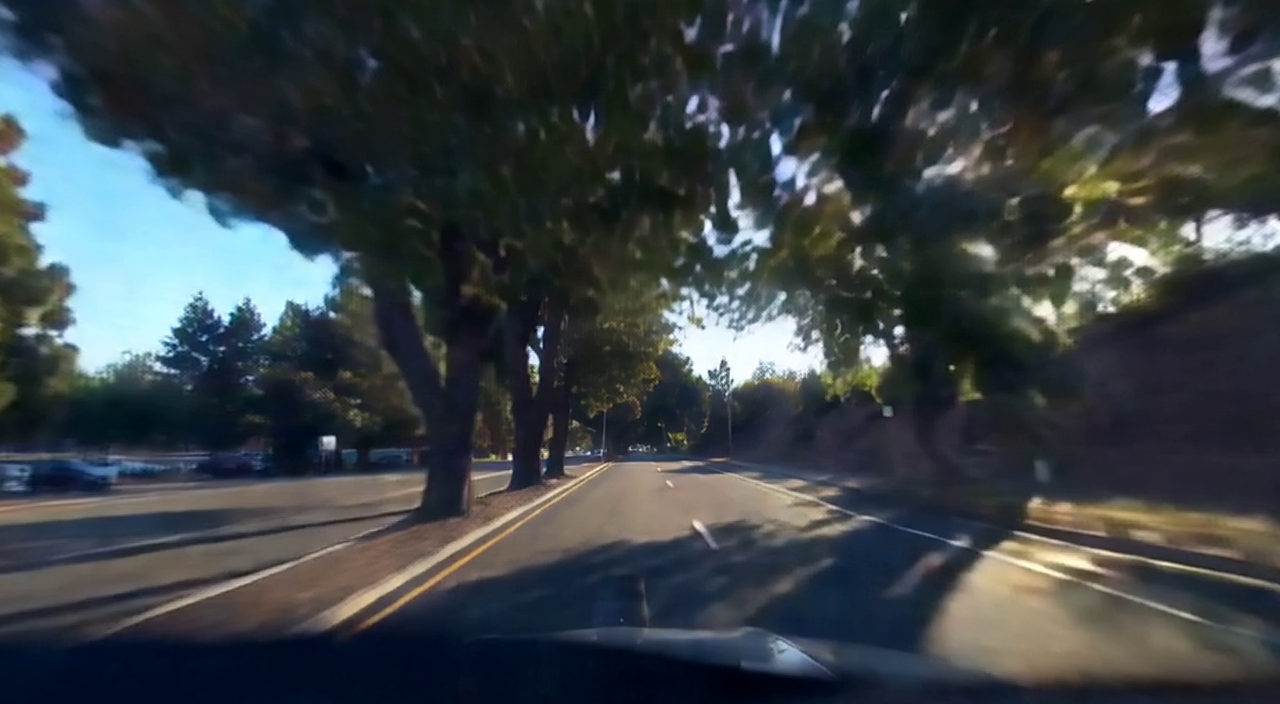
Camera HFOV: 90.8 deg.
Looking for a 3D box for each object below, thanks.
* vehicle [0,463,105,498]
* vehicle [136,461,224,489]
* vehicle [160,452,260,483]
[{"bbox_3d":[-27.247,5.823,28.689,4.144,1.408,1.896,0,-8,1],"label":"vehicle"},{"bbox_3d":[-27.397,7.321,37.710,3.810,1.444,1.742,-1,-7,-2],"label":"vehicle"},{"bbox_3d":[-27.578,7.391,40.630,4.783,1.722,2.206,-1,-7,-2],"label":"vehicle"}]
